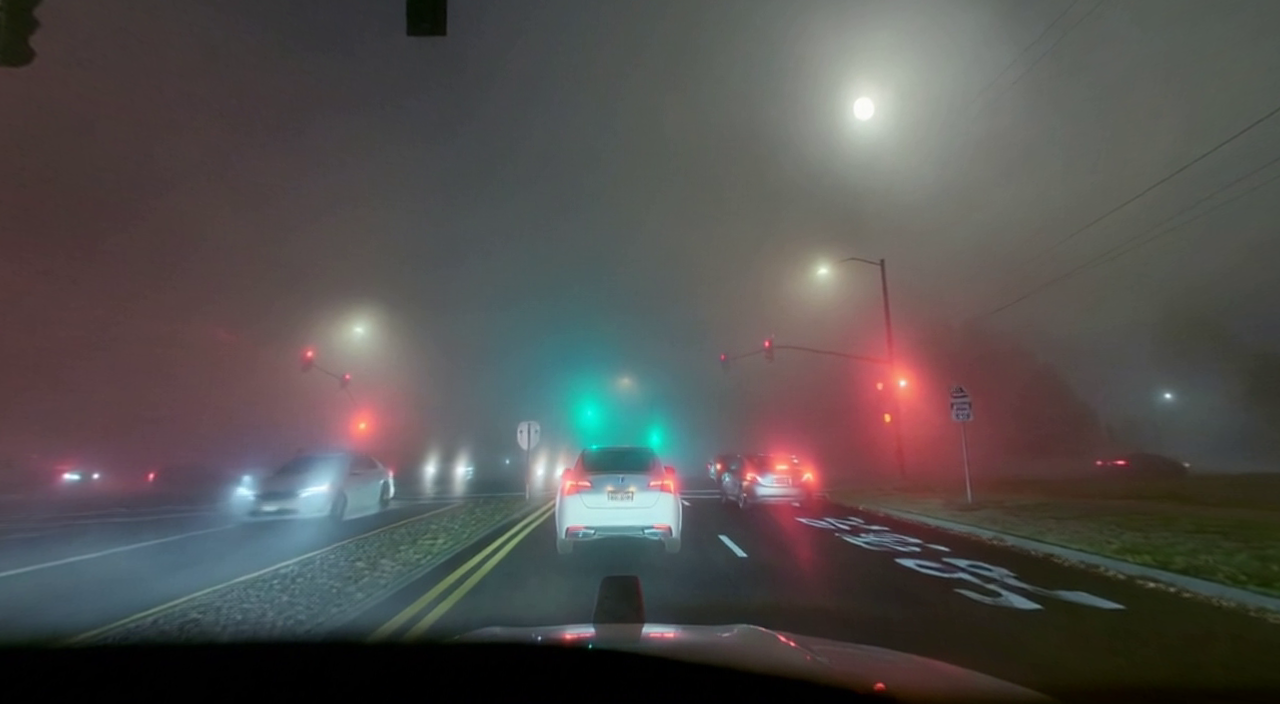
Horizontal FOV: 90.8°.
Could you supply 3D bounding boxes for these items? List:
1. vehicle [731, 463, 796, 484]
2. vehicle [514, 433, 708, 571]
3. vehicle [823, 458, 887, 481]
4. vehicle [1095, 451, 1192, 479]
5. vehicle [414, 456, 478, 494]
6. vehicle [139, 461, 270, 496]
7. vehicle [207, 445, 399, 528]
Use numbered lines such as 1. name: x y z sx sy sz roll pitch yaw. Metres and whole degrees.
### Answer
1. vehicle: 9.118 8.955 46.630 4.254 1.359 1.895 2 -9 -15
2. vehicle: -0.345 1.966 9.093 2.112 1.479 4.264 0 -9 -1
3. vehicle: 16.550 9.033 48.640 4.337 1.637 1.860 2 -9 -16
4. vehicle: 28.086 6.267 35.248 4.601 1.485 1.929 3 -9 -18
5. vehicle: -8.901 5.654 29.417 2.078 1.534 4.646 1 -9 -8
6. vehicle: -20.078 5.834 29.320 4.548 1.449 1.802 2 -9 -14
7. vehicle: -6.890 2.752 13.606 2.073 1.459 4.495 1 -9 -7
